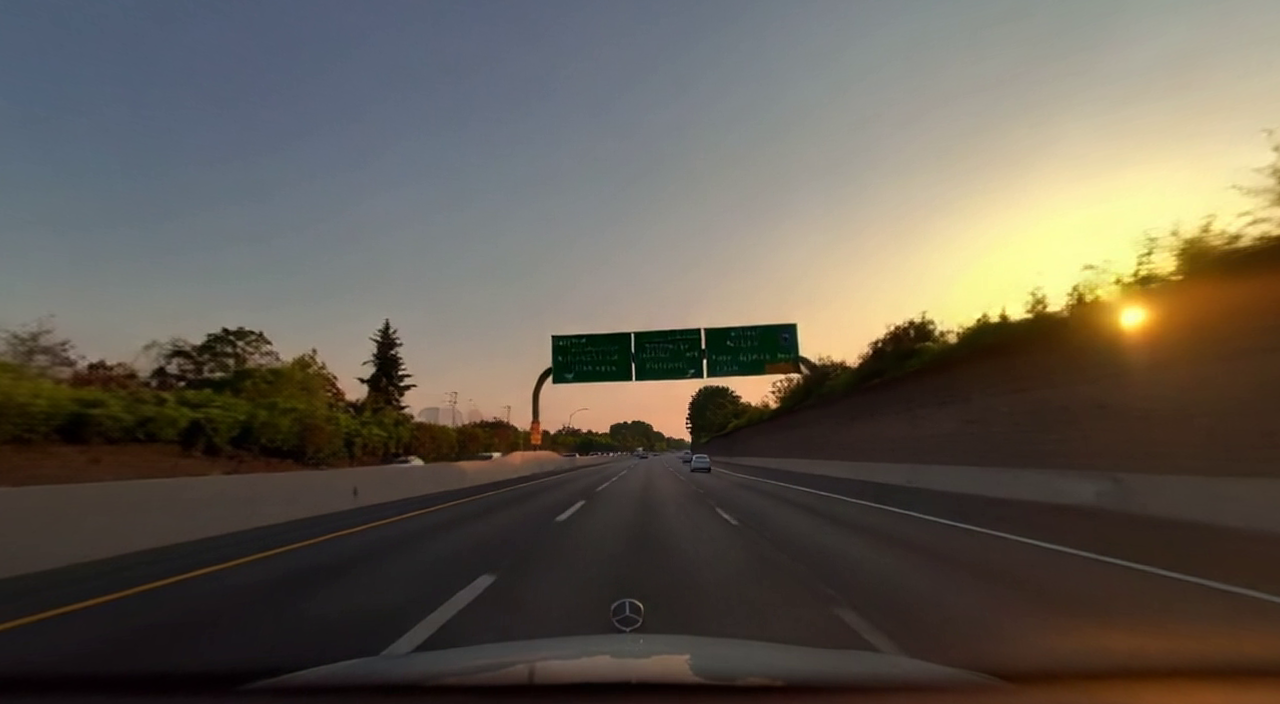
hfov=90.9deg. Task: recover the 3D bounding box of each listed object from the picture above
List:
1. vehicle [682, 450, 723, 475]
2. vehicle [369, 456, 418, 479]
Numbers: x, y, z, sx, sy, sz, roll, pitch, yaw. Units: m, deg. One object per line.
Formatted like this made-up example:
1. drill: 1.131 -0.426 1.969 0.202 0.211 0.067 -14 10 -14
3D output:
1. vehicle: 3.681 6.596 37.859 2.065 1.400 4.028 0 -9 0
2. vehicle: -17.517 8.239 45.025 1.796 1.503 4.167 0 -9 1
